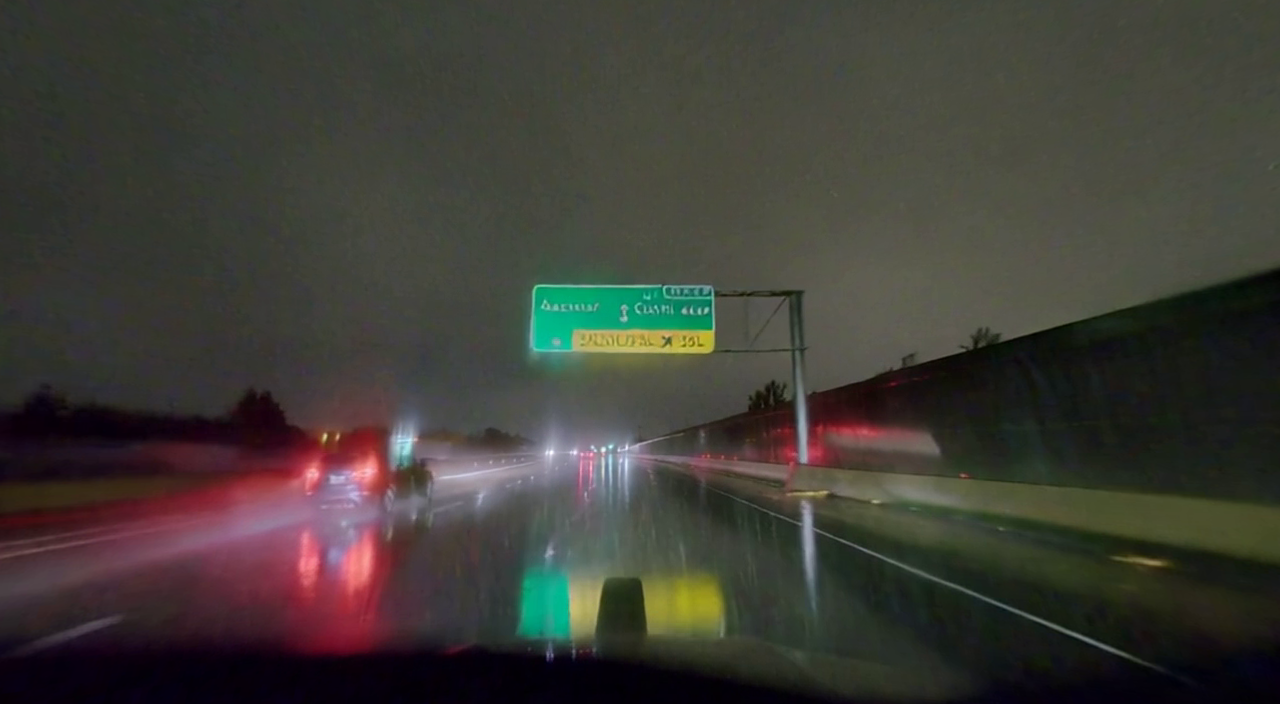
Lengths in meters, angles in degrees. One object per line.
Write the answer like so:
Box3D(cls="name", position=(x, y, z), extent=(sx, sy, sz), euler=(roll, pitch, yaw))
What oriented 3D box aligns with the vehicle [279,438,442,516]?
Box3D(cls="vehicle", position=(-6.526, 2.942, 15.378), extent=(2.098, 1.606, 4.227), euler=(0, -9, -1))
